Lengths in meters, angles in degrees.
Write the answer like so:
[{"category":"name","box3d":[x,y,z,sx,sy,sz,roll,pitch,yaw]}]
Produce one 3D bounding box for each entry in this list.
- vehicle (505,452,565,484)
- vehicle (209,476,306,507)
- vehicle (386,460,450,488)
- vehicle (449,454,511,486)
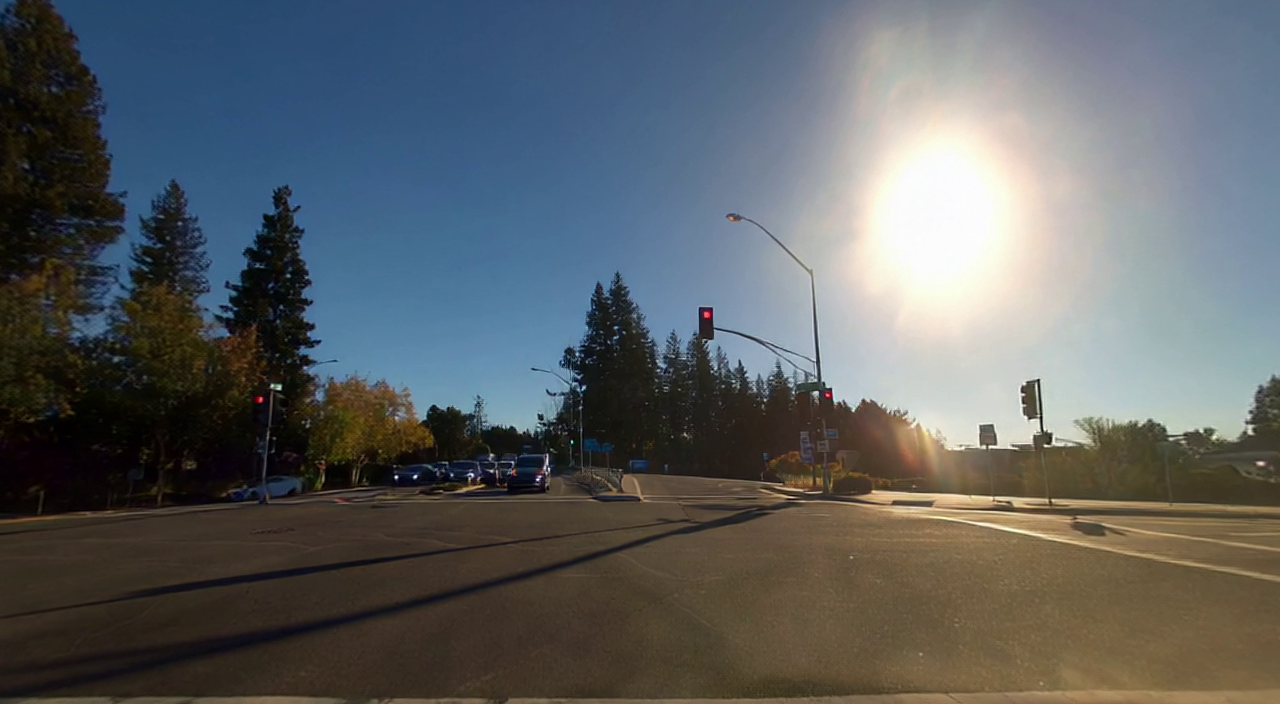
[{"category":"vehicle","box3d":[-5.237,5.850,32.085,2.107,1.456,4.728,0,-8,1]},{"category":"vehicle","box3d":[-22.650,8.219,37.427,4.491,1.500,2.029,8,-12,-43]},{"category":"vehicle","box3d":[-15.882,8.759,45.406,2.050,1.755,5.135,-2,-9,9]},{"category":"vehicle","box3d":[-8.043,5.975,32.088,1.960,1.433,4.213,0,-8,1]}]
